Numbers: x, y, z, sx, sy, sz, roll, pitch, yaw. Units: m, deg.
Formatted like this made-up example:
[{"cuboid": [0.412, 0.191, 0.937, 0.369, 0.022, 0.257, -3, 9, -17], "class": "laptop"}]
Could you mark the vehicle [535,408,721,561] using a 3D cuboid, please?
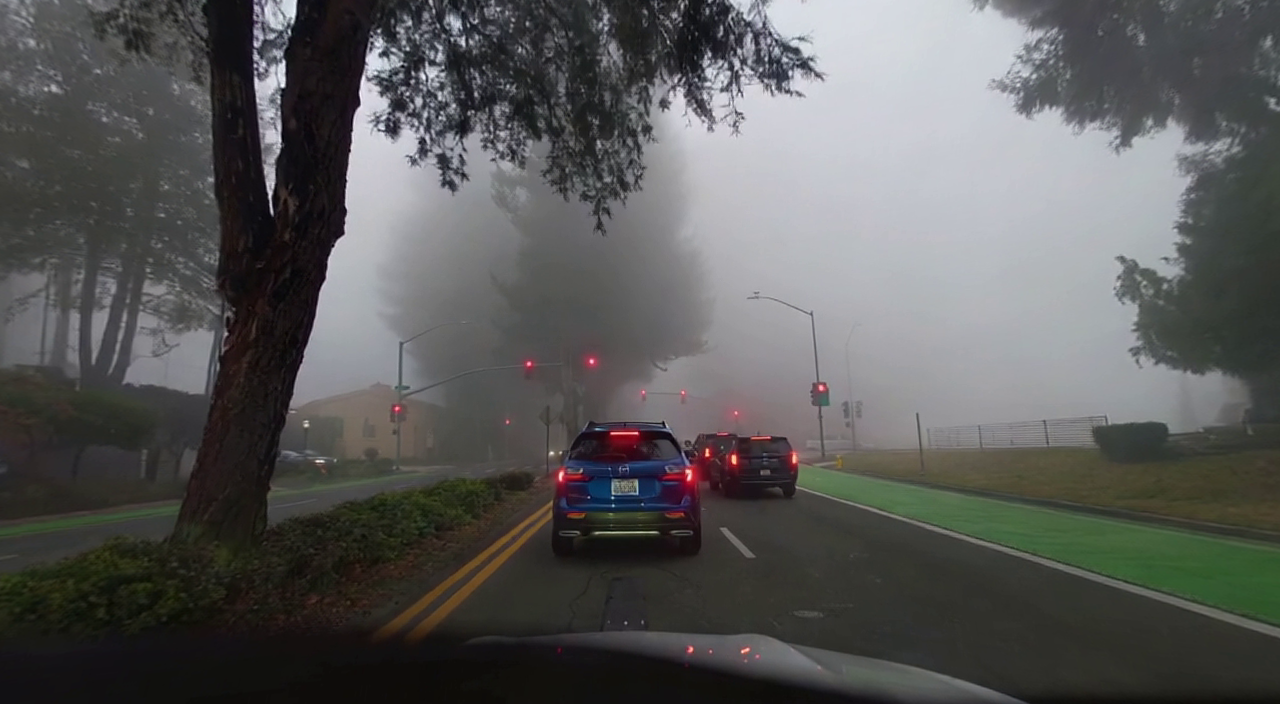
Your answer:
[{"cuboid": [-0.126, 1.802, 9.226, 2.109, 1.730, 3.963, 0, -8, 0], "class": "vehicle"}]

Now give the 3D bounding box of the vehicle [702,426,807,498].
[{"cuboid": [3.161, 3.167, 18.469, 2.189, 1.815, 4.495, 0, -8, -1], "class": "vehicle"}]
